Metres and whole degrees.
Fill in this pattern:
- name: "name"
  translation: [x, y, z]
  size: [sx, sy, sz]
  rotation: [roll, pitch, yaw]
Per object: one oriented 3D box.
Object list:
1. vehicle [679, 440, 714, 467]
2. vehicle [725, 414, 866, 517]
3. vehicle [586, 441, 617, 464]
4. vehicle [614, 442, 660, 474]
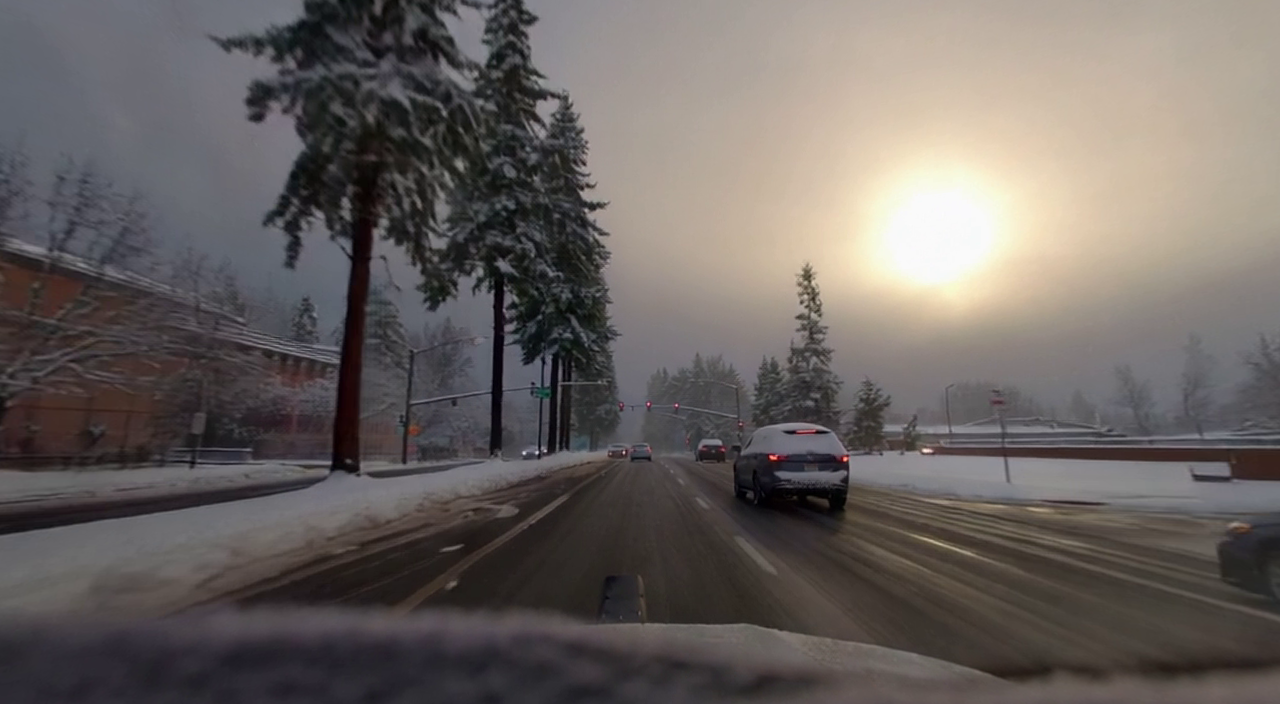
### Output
- name: "vehicle"
  translation: [3.806, 6.873, 42.940]
  size: [1.922, 1.708, 4.126]
  rotation: [0, -8, -1]
- name: "vehicle"
  translation: [3.241, 2.470, 14.205]
  size: [2.035, 1.940, 4.299]
  rotation: [0, -8, 0]
- name: "vehicle"
  translation: [-2.828, 7.507, 47.389]
  size: [1.962, 1.632, 3.979]
  rotation: [0, -8, 1]
- name: "vehicle"
  translation: [-0.126, 5.140, 30.867]
  size: [2.119, 1.460, 3.847]
  rotation: [0, -8, 0]
